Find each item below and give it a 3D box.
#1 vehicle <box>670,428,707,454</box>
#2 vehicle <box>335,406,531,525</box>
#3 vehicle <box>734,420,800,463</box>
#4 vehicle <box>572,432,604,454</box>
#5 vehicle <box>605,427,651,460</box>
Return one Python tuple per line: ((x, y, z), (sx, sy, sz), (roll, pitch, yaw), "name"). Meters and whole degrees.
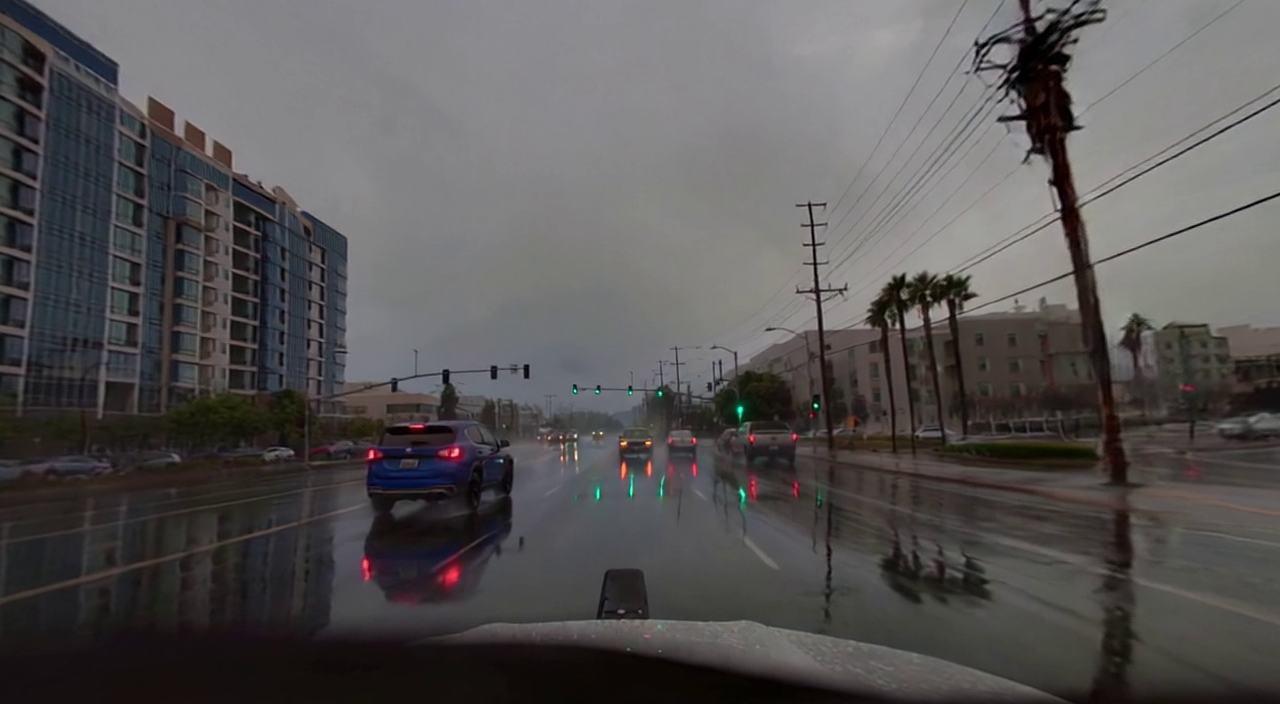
((3.060, 5.798, 40.960), (1.975, 1.598, 4.025), (0, -9, -1), "vehicle")
((-3.478, 2.030, 11.712), (2.136, 1.779, 4.417), (0, -9, 0), "vehicle")
((6.289, 4.575, 31.988), (2.130, 1.979, 5.310), (0, -9, -1), "vehicle")
((-3.675, 6.585, 45.567), (1.973, 1.504, 3.895), (0, -9, 0), "vehicle")
((-0.688, 4.918, 33.861), (2.302, 1.681, 4.217), (0, -9, -2), "vehicle")
